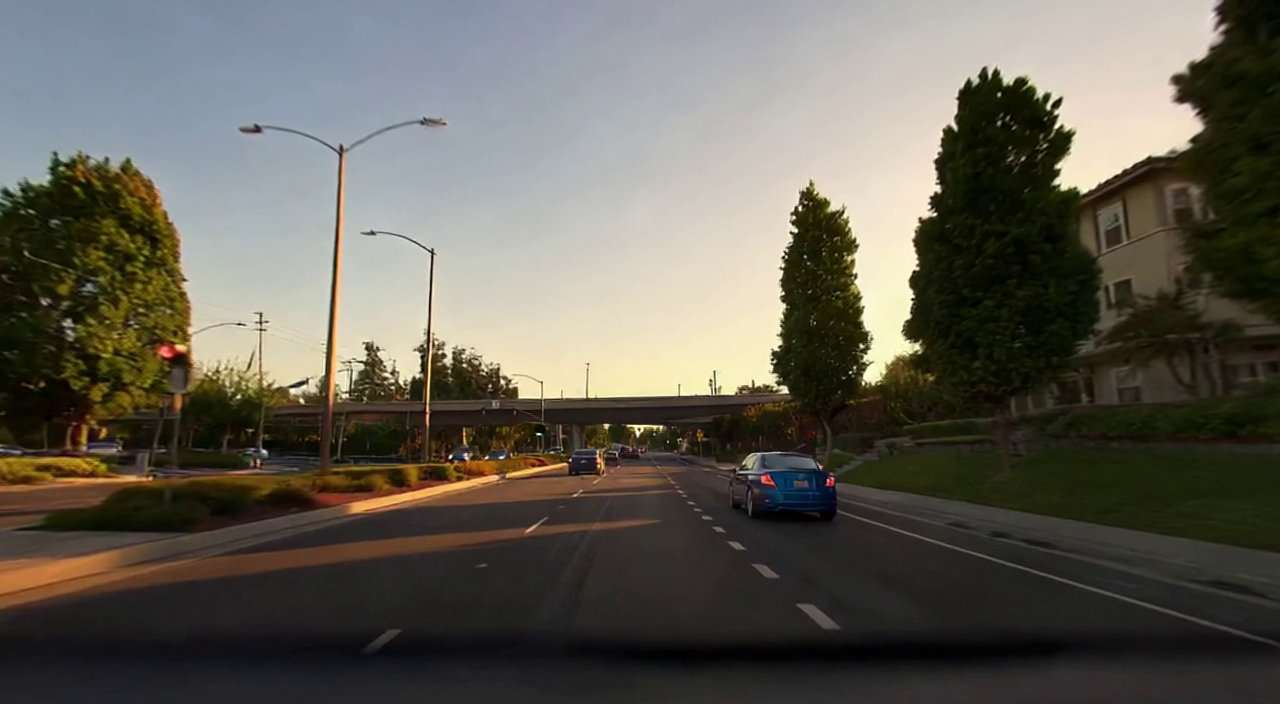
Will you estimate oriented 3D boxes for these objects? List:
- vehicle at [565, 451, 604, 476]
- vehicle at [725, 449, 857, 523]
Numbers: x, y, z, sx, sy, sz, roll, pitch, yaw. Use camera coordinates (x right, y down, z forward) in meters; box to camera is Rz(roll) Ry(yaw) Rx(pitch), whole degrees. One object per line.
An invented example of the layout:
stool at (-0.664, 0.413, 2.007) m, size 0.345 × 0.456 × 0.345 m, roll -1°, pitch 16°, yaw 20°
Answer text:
vehicle at (-3.469, 7.032, 40.025) m, size 2.041 × 1.460 × 4.036 m, roll 0°, pitch -8°, yaw 1°
vehicle at (3.437, 3.119, 15.335) m, size 2.068 × 1.497 × 4.247 m, roll 0°, pitch -8°, yaw -1°
